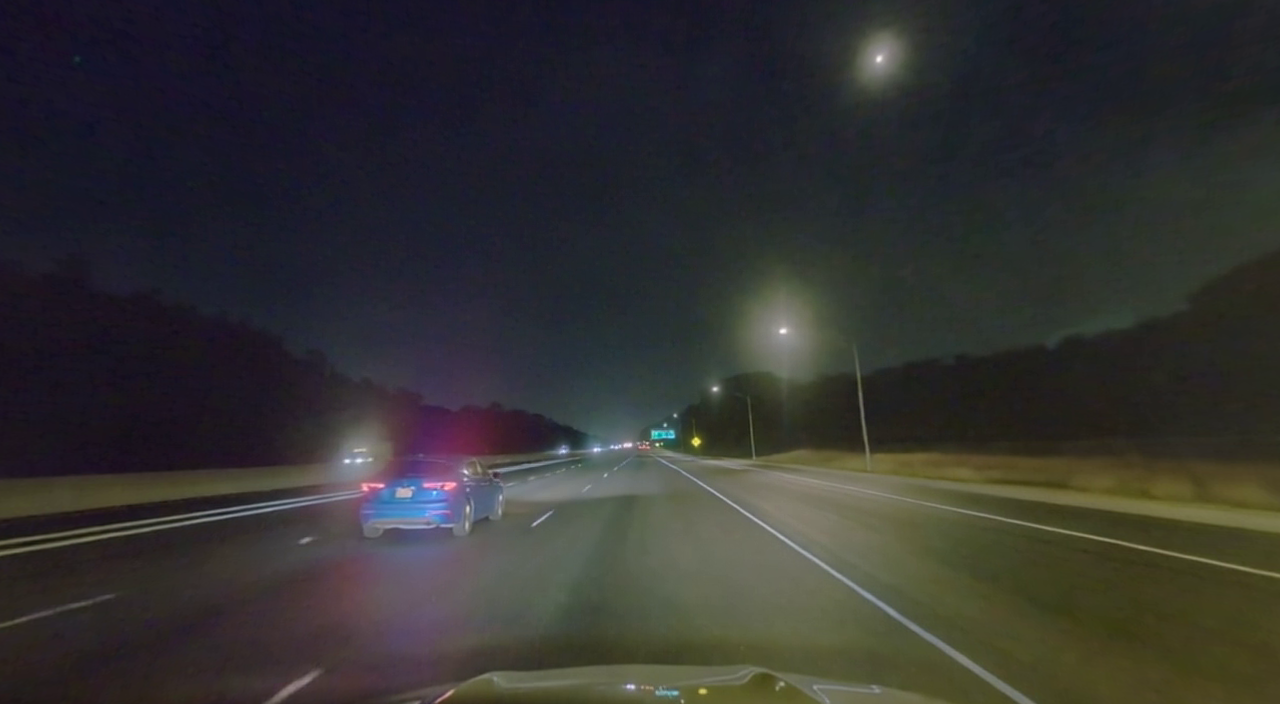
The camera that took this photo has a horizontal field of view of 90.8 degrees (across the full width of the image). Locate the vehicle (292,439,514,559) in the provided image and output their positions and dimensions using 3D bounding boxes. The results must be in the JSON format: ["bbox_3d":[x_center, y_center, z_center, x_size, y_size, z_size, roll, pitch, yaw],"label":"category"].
[{"bbox_3d":[-3.343,2.131,9.832,1.935,1.479,3.787,0,-9,1],"label":"vehicle"}]
